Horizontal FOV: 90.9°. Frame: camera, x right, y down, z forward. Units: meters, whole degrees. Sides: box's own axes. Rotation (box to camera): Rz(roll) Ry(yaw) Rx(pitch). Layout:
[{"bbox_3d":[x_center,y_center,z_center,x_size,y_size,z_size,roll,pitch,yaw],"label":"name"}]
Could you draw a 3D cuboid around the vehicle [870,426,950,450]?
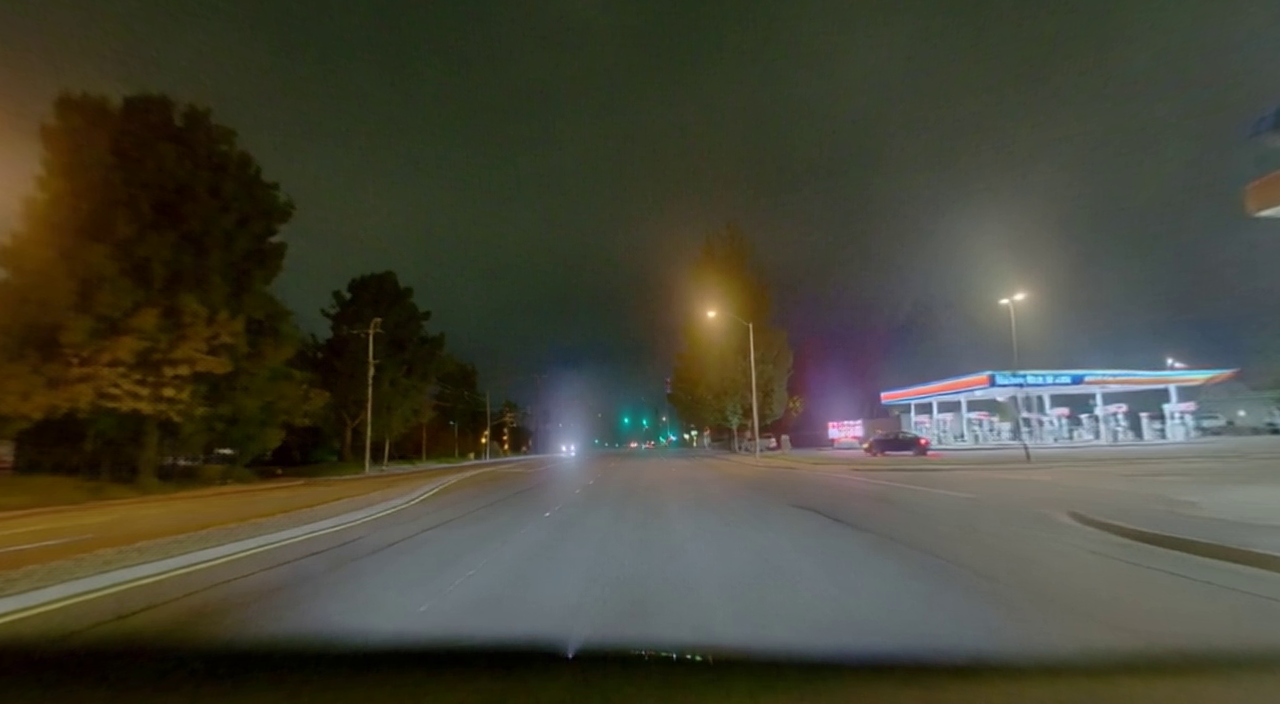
[{"bbox_3d":[18.357,5.882,42.886,4.812,1.567,2.123,-4,-9,24],"label":"vehicle"}]
